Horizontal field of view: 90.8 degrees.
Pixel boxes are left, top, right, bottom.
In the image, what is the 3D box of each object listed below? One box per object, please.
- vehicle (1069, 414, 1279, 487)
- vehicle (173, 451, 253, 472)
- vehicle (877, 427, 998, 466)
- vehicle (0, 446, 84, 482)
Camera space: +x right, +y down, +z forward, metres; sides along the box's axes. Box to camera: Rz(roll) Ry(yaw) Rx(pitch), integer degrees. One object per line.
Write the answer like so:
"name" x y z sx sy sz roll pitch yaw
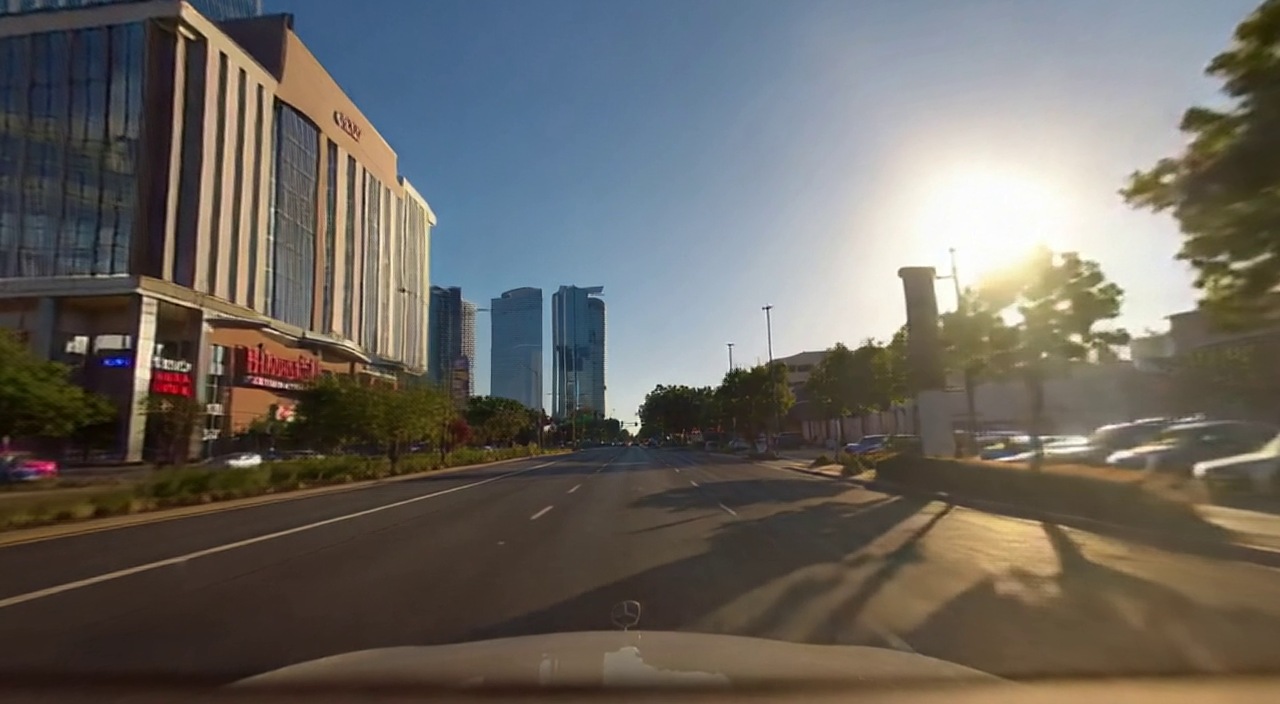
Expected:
"vehicle" 14.337 2.496 16.160 5.134 1.732 2.047 0 -8 0
"vehicle" -31.301 8.007 46.393 4.593 1.433 1.711 0 -8 -1
"vehicle" 13.377 4.279 28.568 4.386 1.570 2.043 -1 -9 -2
"vehicle" -30.722 5.556 31.495 4.189 1.678 1.887 0 -8 1
